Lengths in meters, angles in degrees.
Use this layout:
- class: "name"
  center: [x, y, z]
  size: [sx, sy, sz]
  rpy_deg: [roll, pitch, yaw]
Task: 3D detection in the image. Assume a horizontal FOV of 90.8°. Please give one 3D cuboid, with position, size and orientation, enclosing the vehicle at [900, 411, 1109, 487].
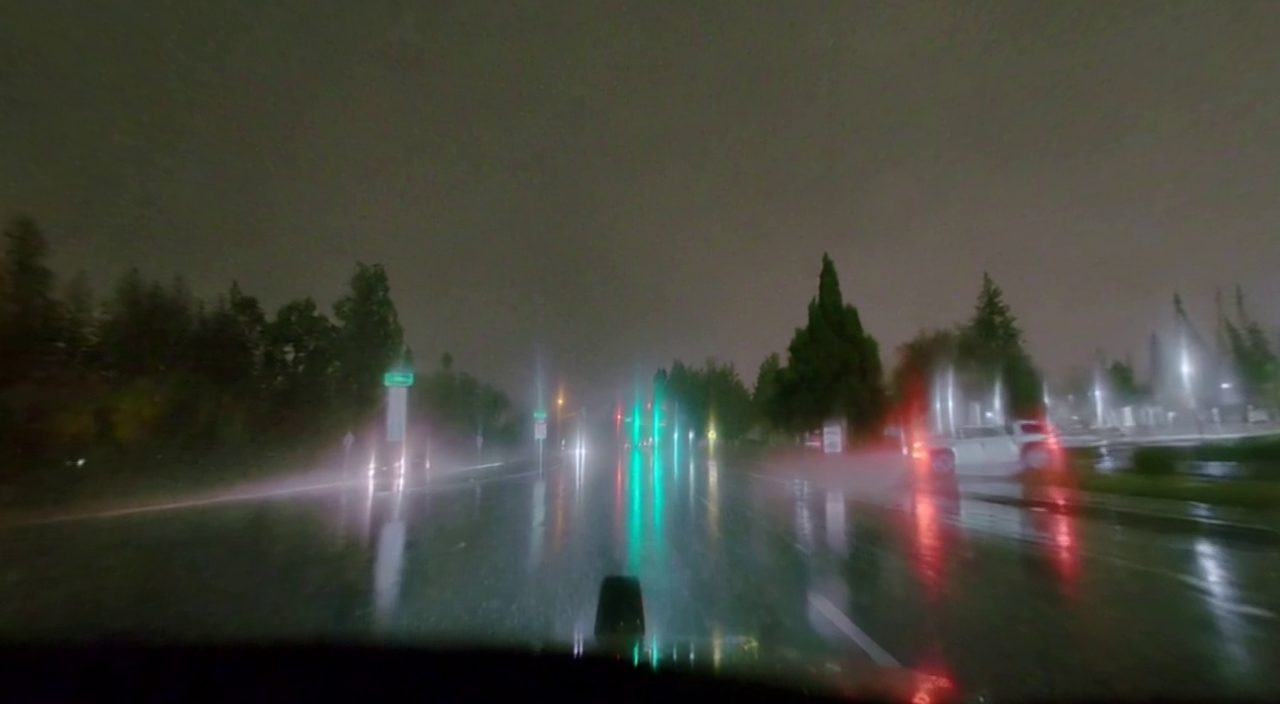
- class: "vehicle"
  center: [12.346, 3.294, 21.738]
  size: [5.581, 1.926, 2.324]
  rpy_deg: [-5, -7, 0]

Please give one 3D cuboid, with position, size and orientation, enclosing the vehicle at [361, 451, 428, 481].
- class: "vehicle"
  center: [-13.563, 6.295, 35.204]
  size: [1.892, 1.486, 4.487]
  rpy_deg: [-1, -8, 0]
